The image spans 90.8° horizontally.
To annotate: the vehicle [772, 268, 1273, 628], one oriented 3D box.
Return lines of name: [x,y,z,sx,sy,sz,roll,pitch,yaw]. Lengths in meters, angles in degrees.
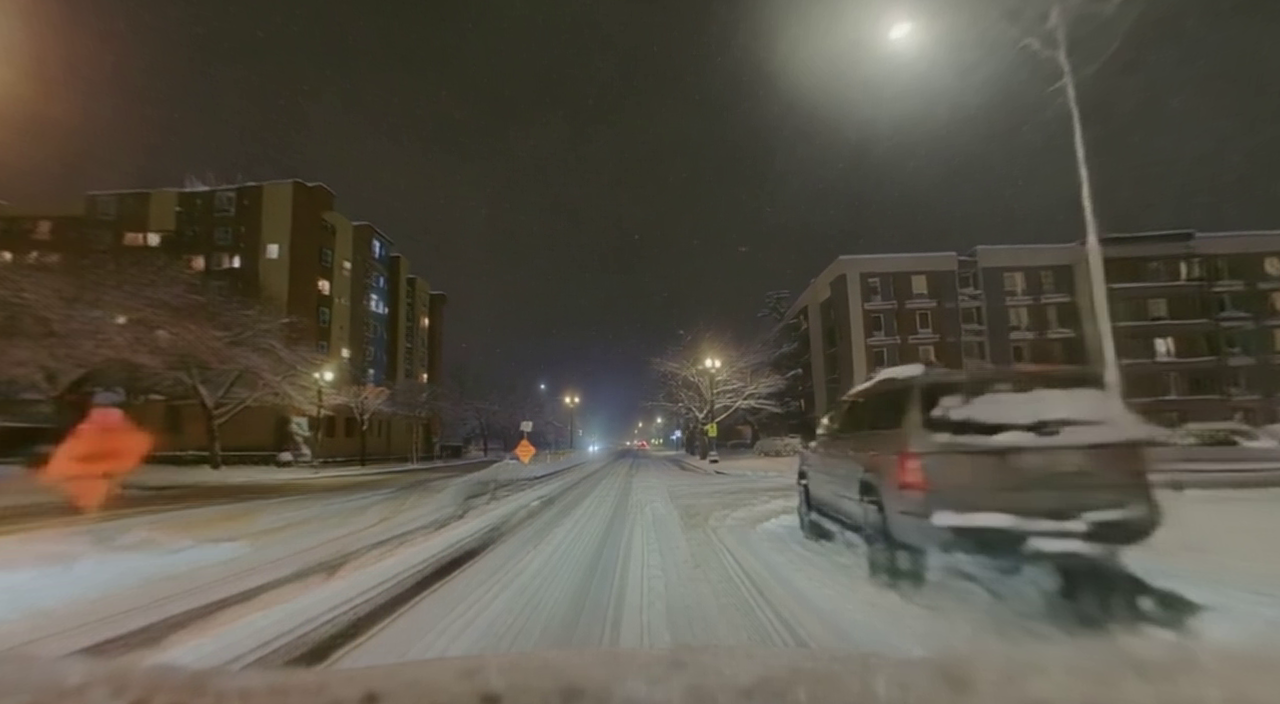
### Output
vehicle: [3.247,0.873,6.438,2.849,2.686,3.176,-1,-8,-4]
